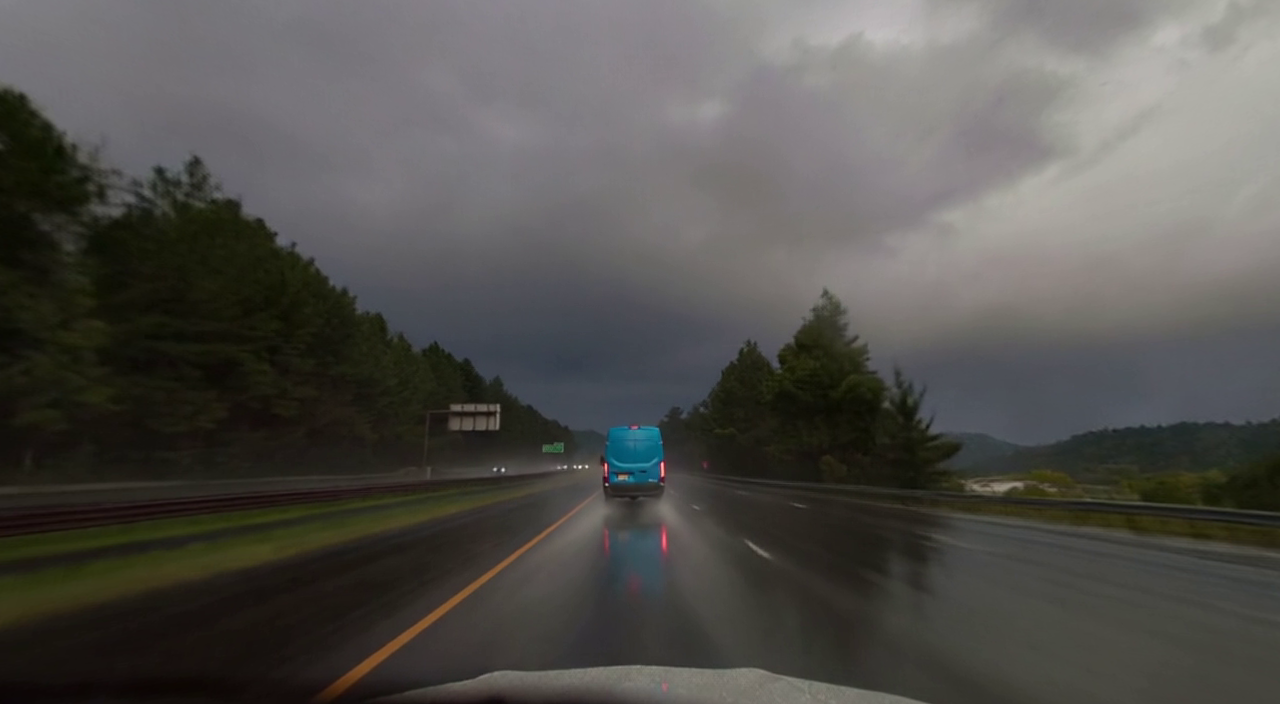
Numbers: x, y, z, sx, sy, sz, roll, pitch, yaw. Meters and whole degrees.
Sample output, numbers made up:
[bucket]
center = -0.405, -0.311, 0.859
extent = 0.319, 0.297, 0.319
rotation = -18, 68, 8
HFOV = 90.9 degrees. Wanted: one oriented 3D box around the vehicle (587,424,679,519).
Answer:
[vehicle]
center = -0.325, 3.665, 19.486
extent = 2.375, 2.432, 6.161
rotation = 1, -10, -3
